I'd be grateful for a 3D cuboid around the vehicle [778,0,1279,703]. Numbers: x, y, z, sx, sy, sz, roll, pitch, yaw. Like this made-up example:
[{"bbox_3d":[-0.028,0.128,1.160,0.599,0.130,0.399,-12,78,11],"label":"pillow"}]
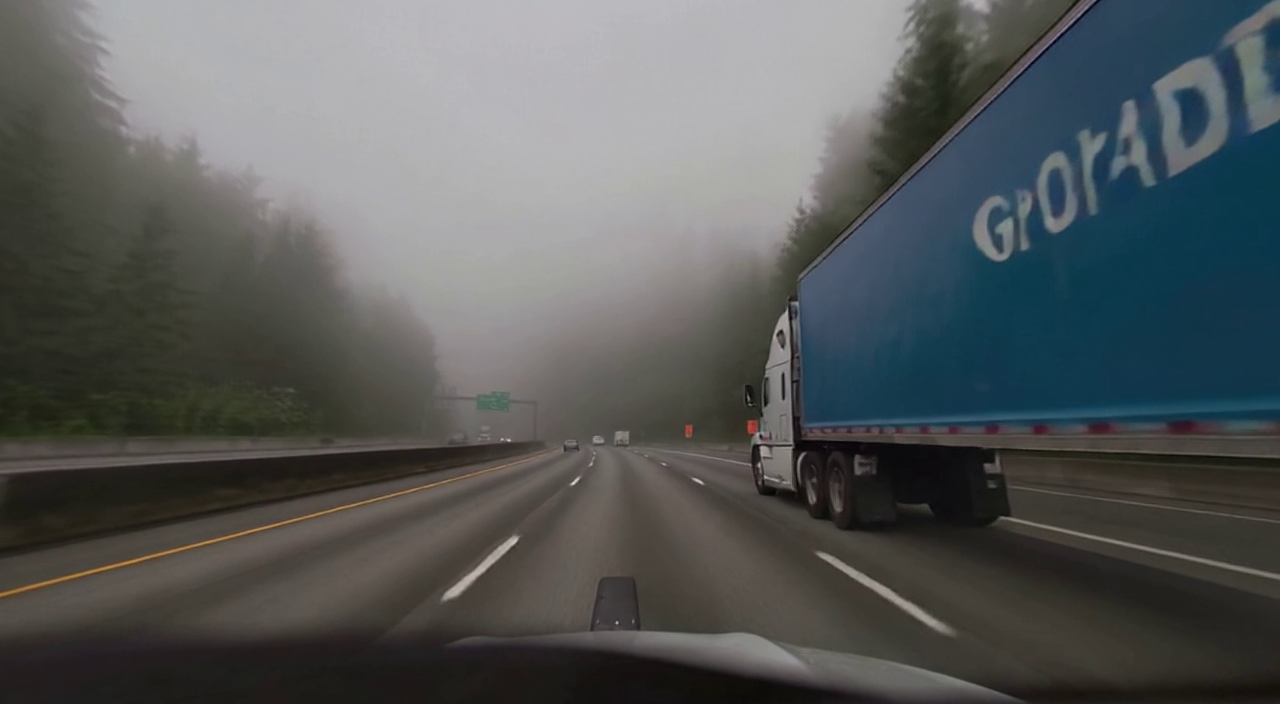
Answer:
[{"bbox_3d":[4.058,-0.127,4.169,2.910,4.051,14.278,0,-8,-1],"label":"vehicle"}]
